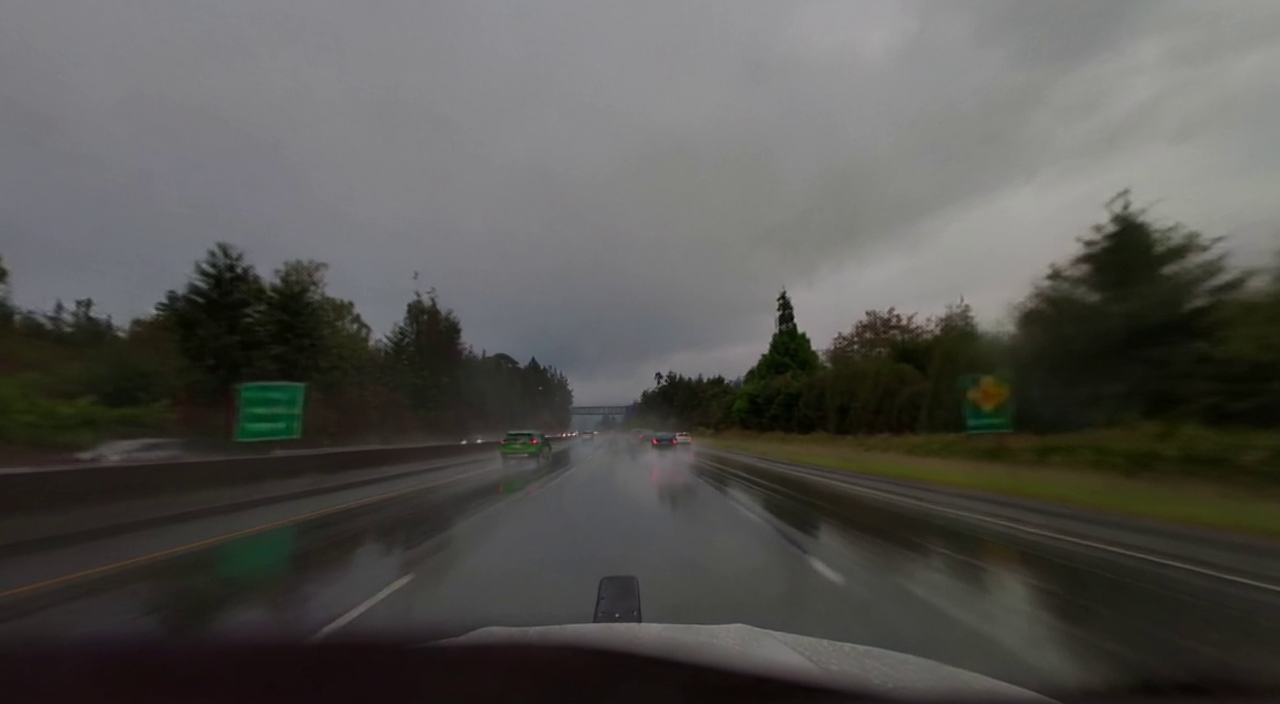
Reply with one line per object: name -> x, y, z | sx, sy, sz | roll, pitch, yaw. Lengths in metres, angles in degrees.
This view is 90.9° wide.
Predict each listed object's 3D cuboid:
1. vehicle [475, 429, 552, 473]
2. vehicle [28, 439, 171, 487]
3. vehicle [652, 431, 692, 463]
vehicle -> -4.737, 3.778, 24.380 | 2.023, 1.512, 4.804 | 0, -8, 0
vehicle -> -21.165, 4.333, 24.967 | 1.910, 1.679, 4.242 | -2, -9, -1
vehicle -> 1.568, 4.765, 31.819 | 1.869, 1.466, 3.356 | 0, -8, 0
